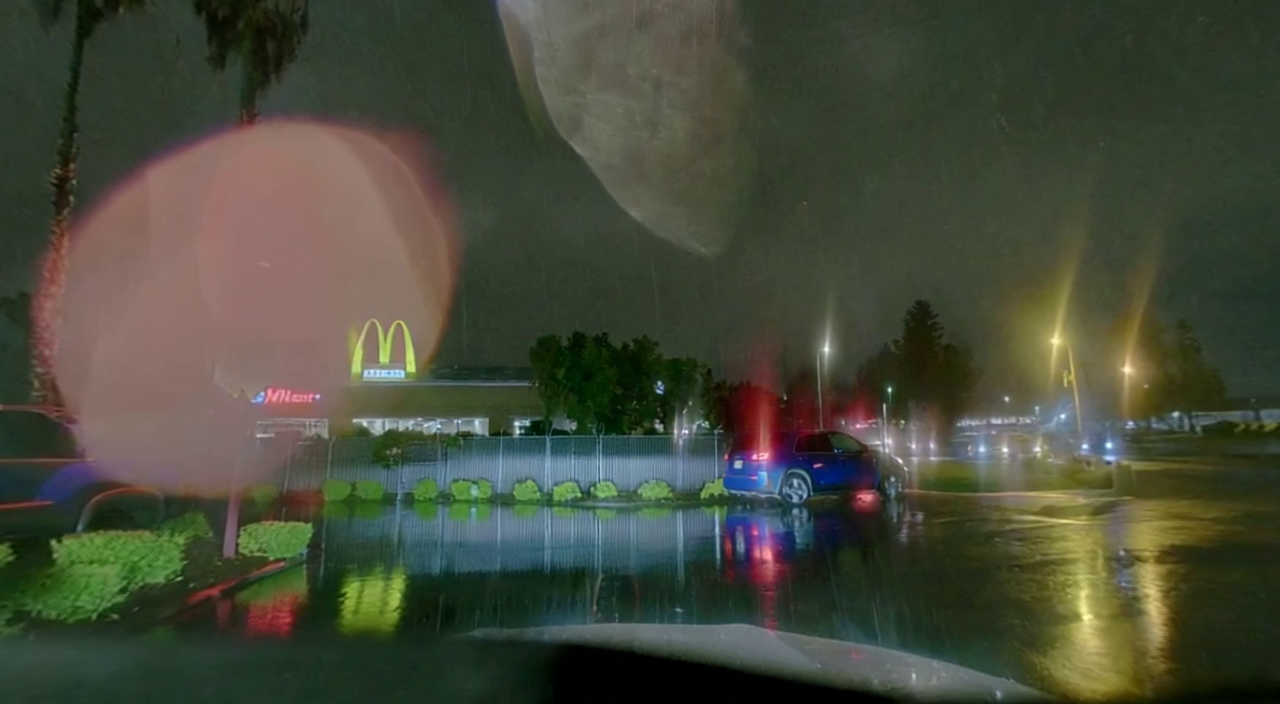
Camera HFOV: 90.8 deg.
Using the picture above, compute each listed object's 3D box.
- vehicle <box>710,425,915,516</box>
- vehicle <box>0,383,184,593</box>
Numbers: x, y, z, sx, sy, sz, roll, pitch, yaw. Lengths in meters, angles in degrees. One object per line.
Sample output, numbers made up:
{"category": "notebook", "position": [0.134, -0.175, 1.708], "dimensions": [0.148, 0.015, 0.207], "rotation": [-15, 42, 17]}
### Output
{"category": "vehicle", "position": [4.011, 2.586, 14.591], "dimensions": [4.365, 1.791, 2.073], "rotation": [4, -7, -30]}
{"category": "vehicle", "position": [-6.789, 1.236, 5.717], "dimensions": [1.943, 1.890, 4.472], "rotation": [0, -8, 0]}
